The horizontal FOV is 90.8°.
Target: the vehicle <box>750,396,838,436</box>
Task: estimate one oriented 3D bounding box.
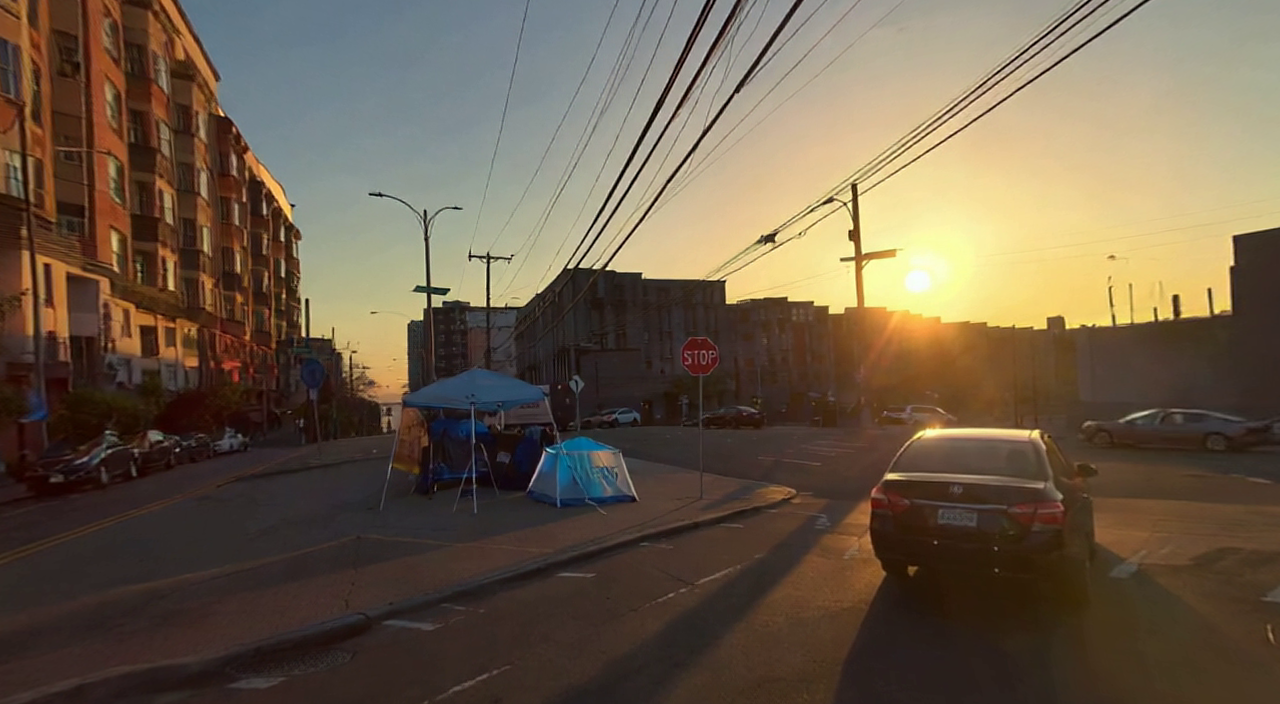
[{"bbox_3d":[8.250,3.525,34.058,1.805,1.694,4.214,12,-17,-43],"label":"vehicle"}]

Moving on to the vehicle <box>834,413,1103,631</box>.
[{"bbox_3d":[3.824,1.632,7.153,1.945,1.647,4.160,-6,-10,33],"label":"vehicle"}]

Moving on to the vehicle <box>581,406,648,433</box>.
[{"bbox_3d":[-1.642,4.285,39.768,1.790,1.468,4.422,8,-11,-42],"label":"vehicle"}]

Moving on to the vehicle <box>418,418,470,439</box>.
[{"bbox_3d":[-15.344,6.016,49.358,2.089,1.506,4.641,7,-11,-41],"label":"vehicle"}]

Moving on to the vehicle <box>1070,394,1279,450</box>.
[{"bbox_3d":[16.022,2.206,19.149,4.569,1.487,1.999,-8,-11,41],"label":"vehicle"}]

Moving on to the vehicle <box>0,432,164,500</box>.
[{"bbox_3d":[-17.190,3.487,19.852,2.054,1.800,5.212,3,-9,-21],"label":"vehicle"}]

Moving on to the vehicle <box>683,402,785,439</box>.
[{"bbox_3d":[4.297,3.234,29.313,4.363,1.511,1.838,-8,-11,43],"label":"vehicle"}]

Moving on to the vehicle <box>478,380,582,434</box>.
[{"bbox_3d":[-7.106,3.641,40.180,7.172,3.075,2.584,-7,-10,41],"label":"vehicle"}]
